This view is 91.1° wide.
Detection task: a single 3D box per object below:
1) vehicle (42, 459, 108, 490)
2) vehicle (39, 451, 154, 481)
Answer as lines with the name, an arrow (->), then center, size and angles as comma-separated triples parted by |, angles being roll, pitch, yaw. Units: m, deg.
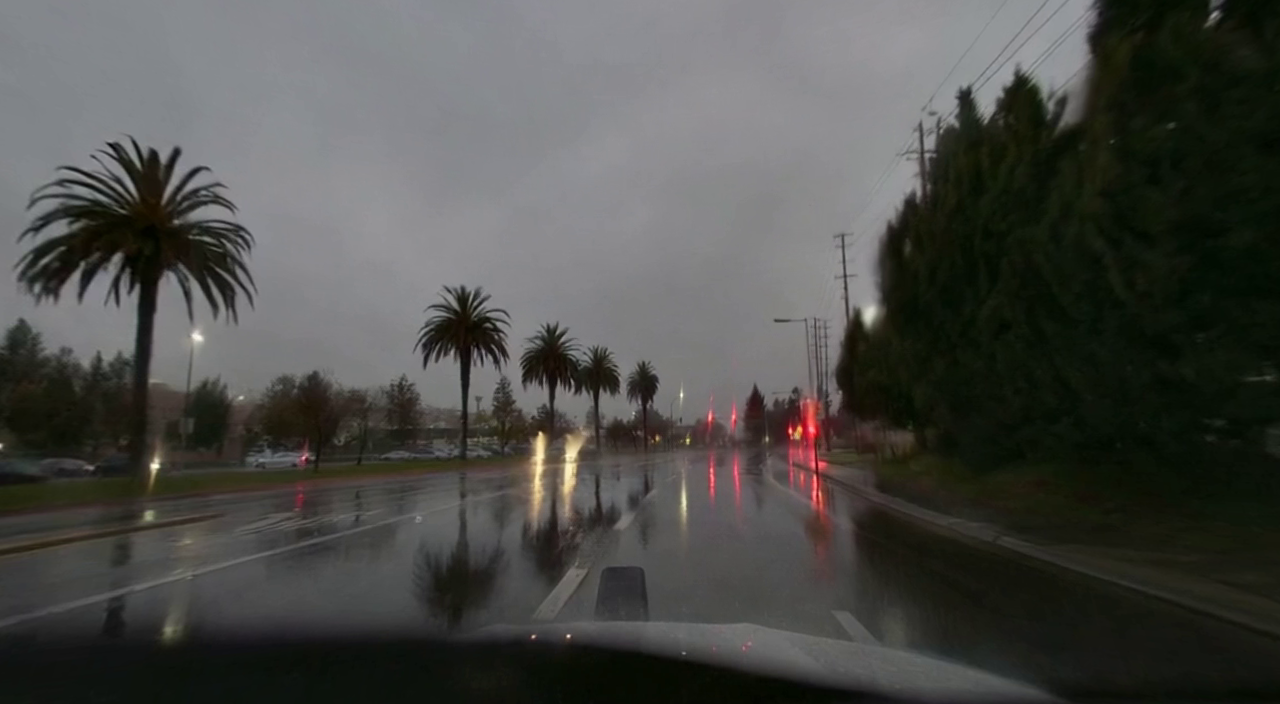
vehicle -> -31.843, 6.848, 35.340 | 4.647, 1.539, 1.949 | -7, -11, 39
vehicle -> -36.152, 7.553, 41.858 | 5.582, 1.832, 2.493 | -1, -9, 6
